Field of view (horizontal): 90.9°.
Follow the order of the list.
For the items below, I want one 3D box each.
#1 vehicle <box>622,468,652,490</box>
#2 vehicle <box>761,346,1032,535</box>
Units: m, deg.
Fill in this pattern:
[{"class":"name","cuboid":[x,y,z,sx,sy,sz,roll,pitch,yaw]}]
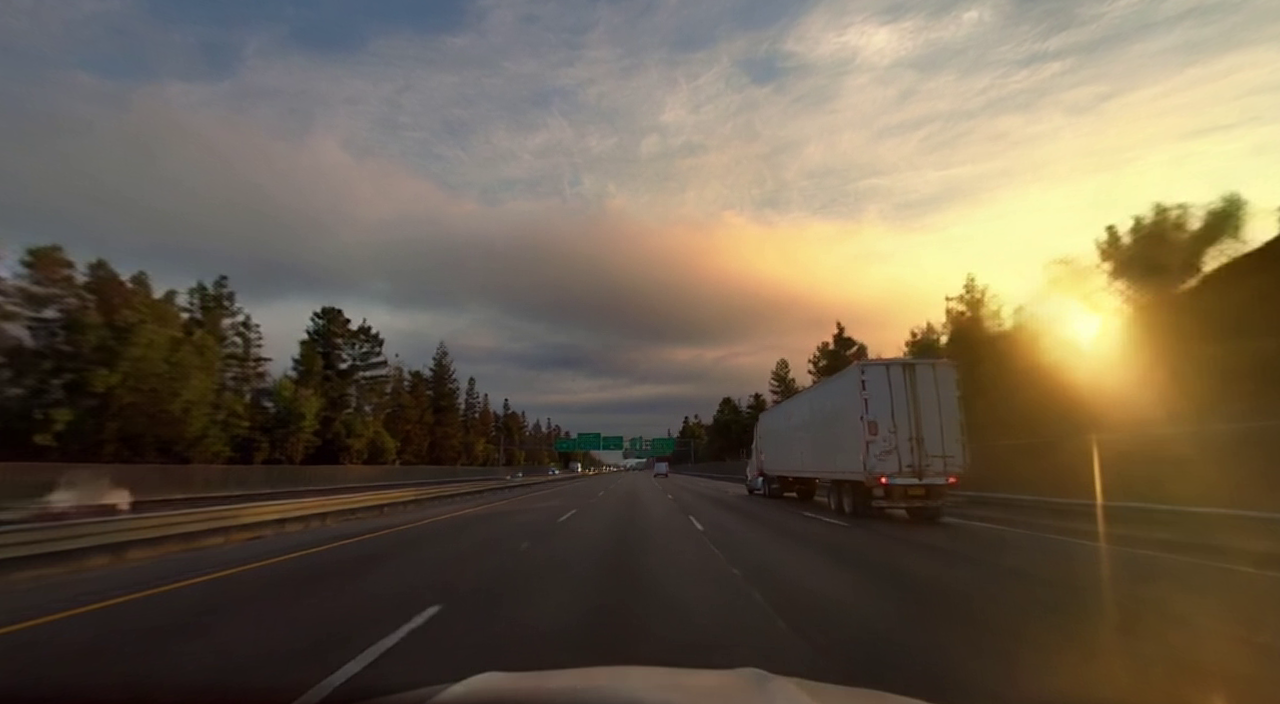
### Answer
[{"class":"vehicle","cuboid":[-0.241,8.933,44.524,2.029,1.459,3.684,1,-10,-1]},{"class":"vehicle","cuboid":[6.860,3.147,20.608,2.926,4.073,13.836,1,-10,0]}]
